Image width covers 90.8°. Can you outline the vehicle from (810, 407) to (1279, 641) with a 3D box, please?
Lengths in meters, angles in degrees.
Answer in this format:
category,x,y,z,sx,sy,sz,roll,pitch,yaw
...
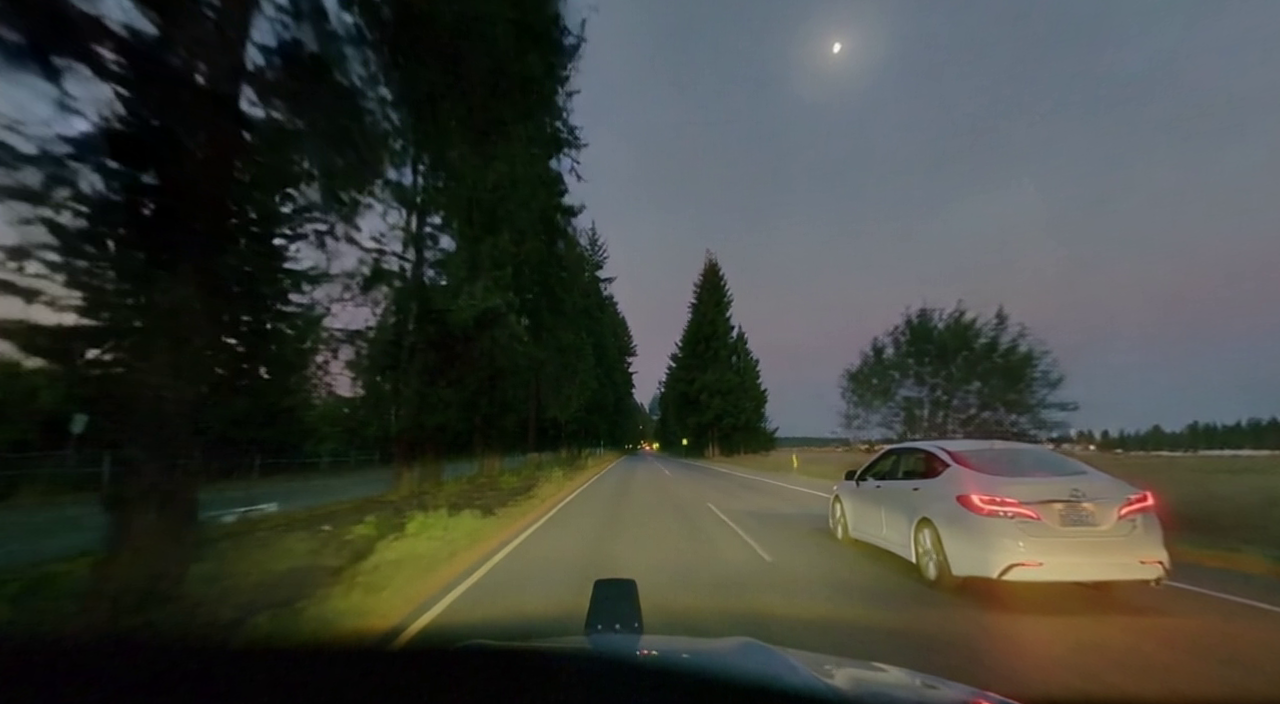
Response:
category,x,y,z,sx,sy,sz,roll,pitch,yaw
vehicle,3.482,1.529,6.708,2.060,1.584,4.592,0,-9,0
